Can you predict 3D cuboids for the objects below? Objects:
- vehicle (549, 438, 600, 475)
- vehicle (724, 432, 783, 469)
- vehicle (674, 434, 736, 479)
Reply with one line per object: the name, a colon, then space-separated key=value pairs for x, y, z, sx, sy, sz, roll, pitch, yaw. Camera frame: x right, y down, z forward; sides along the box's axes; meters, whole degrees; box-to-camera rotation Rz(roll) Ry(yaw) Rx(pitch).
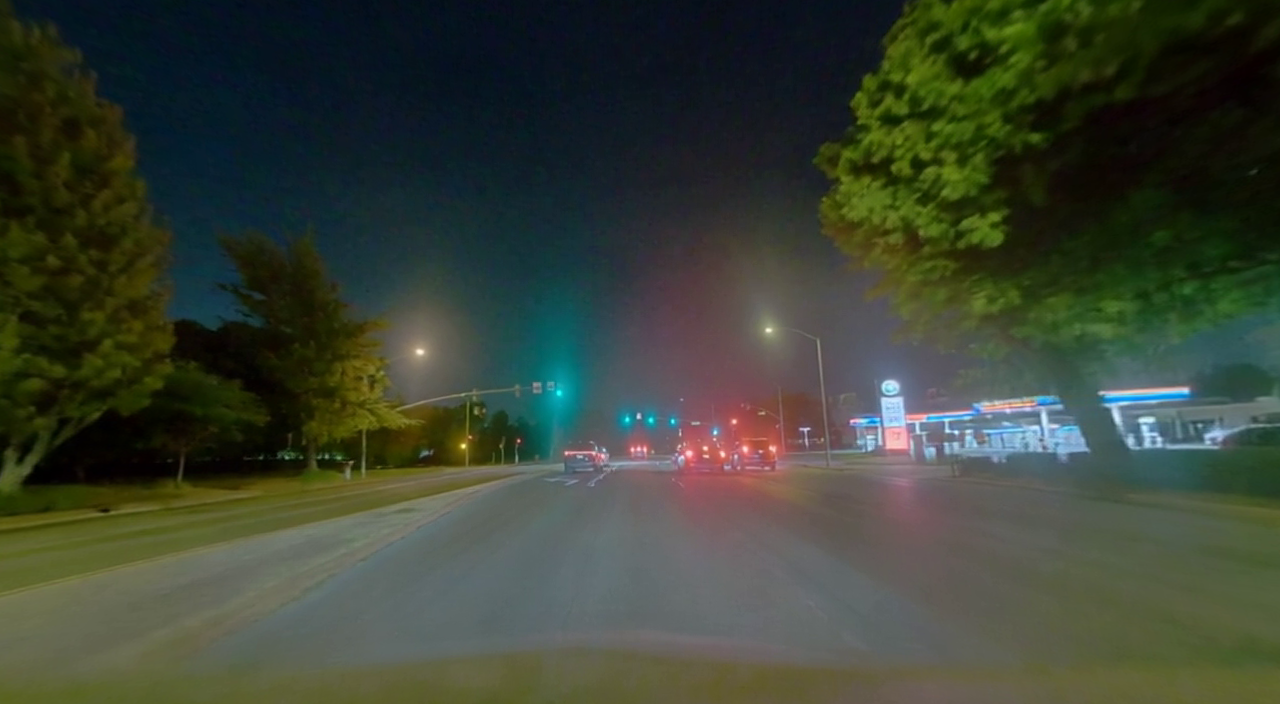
vehicle: x=-3.400 y=5.532 z=33.762 sx=2.261 sy=1.820 sz=4.255 roll=0 pitch=-8 yaw=0
vehicle: x=7.029 y=6.187 z=39.824 sx=2.510 sy=2.176 sz=5.527 roll=0 pitch=-8 yaw=-2
vehicle: x=2.774 y=4.582 z=28.013 sx=2.140 sy=1.800 sz=4.660 roll=0 pitch=-8 yaw=-1
